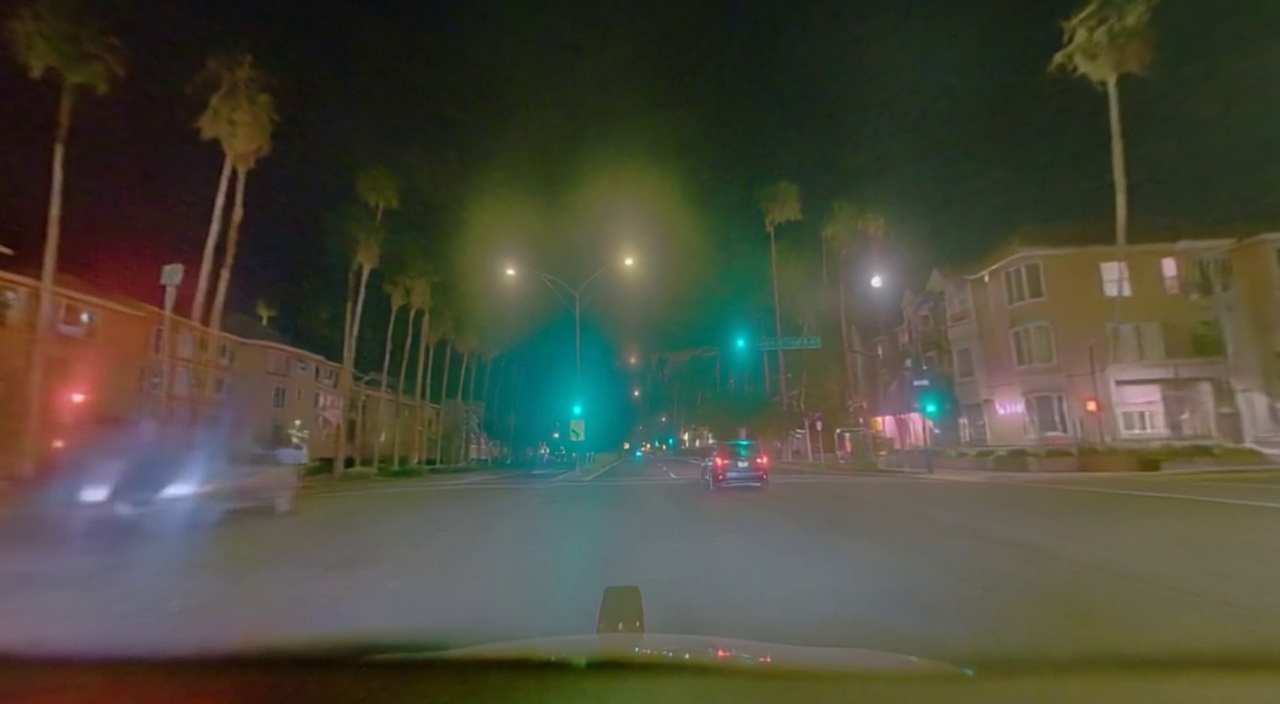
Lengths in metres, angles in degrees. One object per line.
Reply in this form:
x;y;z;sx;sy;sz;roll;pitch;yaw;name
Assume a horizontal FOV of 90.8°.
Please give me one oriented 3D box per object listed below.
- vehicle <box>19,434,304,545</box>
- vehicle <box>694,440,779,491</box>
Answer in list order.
-8.720;2.494;12.206;2.010;1.718;4.443;0;-8;0;vehicle
2.975;3.608;20.392;1.964;1.448;4.295;0;-8;-2;vehicle
